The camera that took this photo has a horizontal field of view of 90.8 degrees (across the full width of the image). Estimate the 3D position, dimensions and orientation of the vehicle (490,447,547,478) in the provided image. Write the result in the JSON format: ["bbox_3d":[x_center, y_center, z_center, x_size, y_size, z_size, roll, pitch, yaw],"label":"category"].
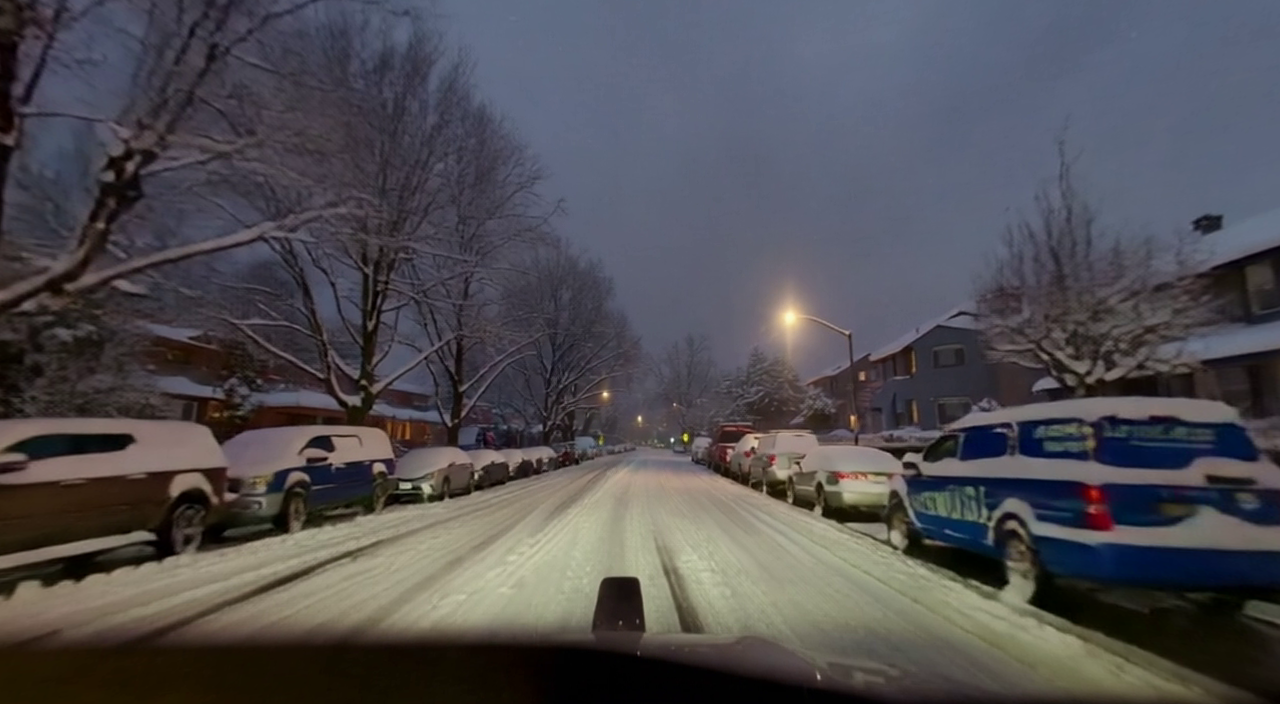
[{"bbox_3d":[-6.240,5.738,33.068,1.869,1.467,4.921,0,-9,2],"label":"vehicle"}]

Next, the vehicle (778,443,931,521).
[{"bbox_3d":[4.520,2.781,14.142,1.811,1.439,4.521,0,-9,-1],"label":"vehicle"}]

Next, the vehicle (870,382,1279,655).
[{"bbox_3d":[4.402,1.492,6.862,1.985,1.819,5.163,0,-9,2],"label":"vehicle"}]

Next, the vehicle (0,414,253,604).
[{"bbox_3d":[-7.017,1.717,7.171,1.891,1.780,5.240,-3,-9,1],"label":"vehicle"}]

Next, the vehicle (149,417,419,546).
[{"bbox_3d":[-6.724,2.480,13.042,2.085,1.997,5.755,-2,-8,2],"label":"vehicle"}]

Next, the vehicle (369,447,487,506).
[{"bbox_3d":[-6.291,3.706,19.416,1.840,1.476,4.739,-2,-8,3],"label":"vehicle"}]
